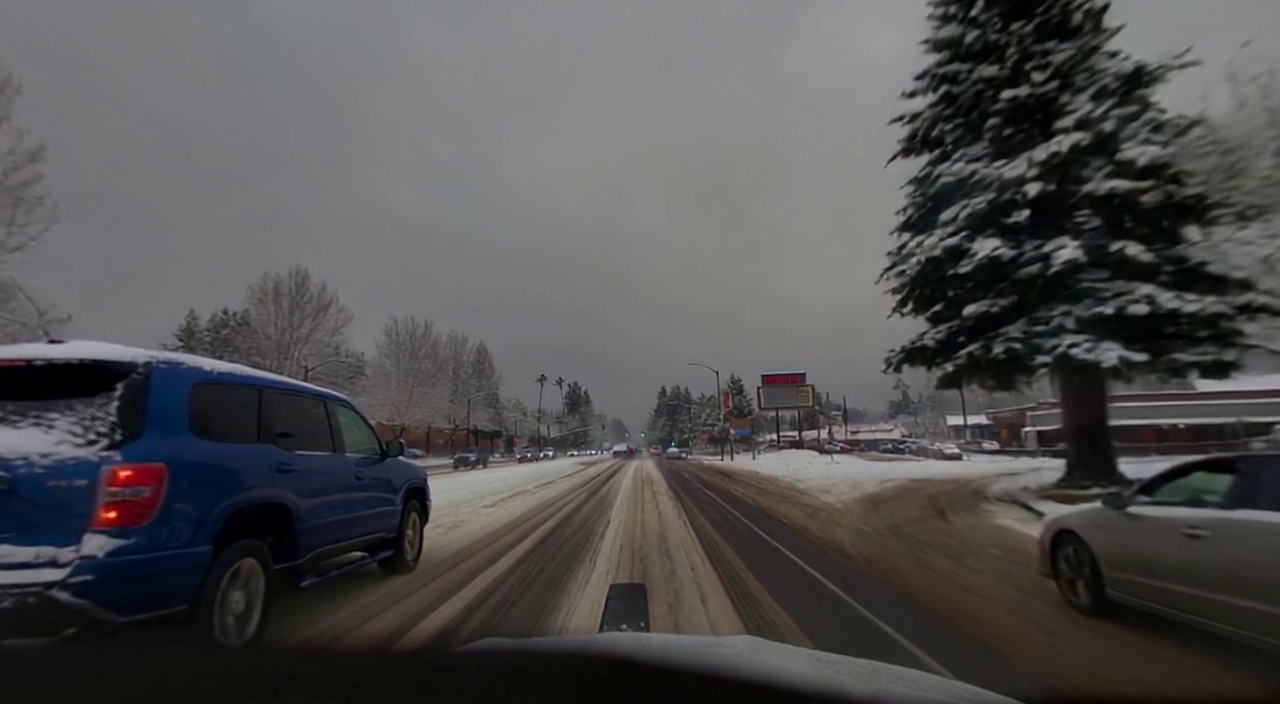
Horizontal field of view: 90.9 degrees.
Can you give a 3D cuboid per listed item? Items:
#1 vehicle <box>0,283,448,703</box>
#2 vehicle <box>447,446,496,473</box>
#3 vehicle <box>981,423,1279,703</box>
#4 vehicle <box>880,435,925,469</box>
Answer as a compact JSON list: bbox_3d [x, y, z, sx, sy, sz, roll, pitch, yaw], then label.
[{"bbox_3d":[-3.300,1.006,4.926,2.152,1.987,4.527,0,-8,0],"label":"vehicle"},{"bbox_3d":[-10.179,6.498,38.389,1.846,1.499,4.101,0,-8,0],"label":"vehicle"},{"bbox_3d":[4.072,1.167,3.627,1.978,1.455,4.582,-1,-8,5],"label":"vehicle"},{"bbox_3d":[15.121,5.771,36.508,2.180,1.808,4.462,-3,-9,20],"label":"vehicle"}]
